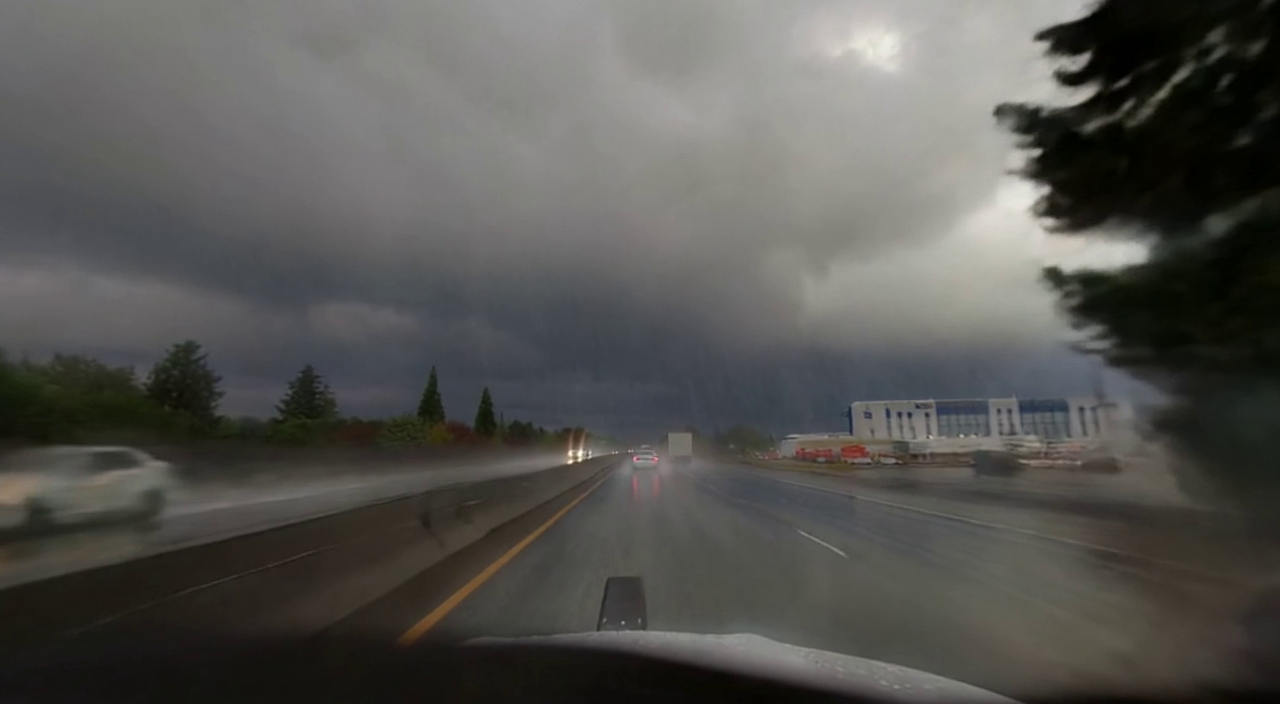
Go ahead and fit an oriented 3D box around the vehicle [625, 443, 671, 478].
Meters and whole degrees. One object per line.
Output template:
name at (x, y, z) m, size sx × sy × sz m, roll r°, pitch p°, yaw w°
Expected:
vehicle at (0.361, 5.083, 29.841) m, size 2.045 × 1.527 × 4.023 m, roll 0°, pitch -9°, yaw 0°
